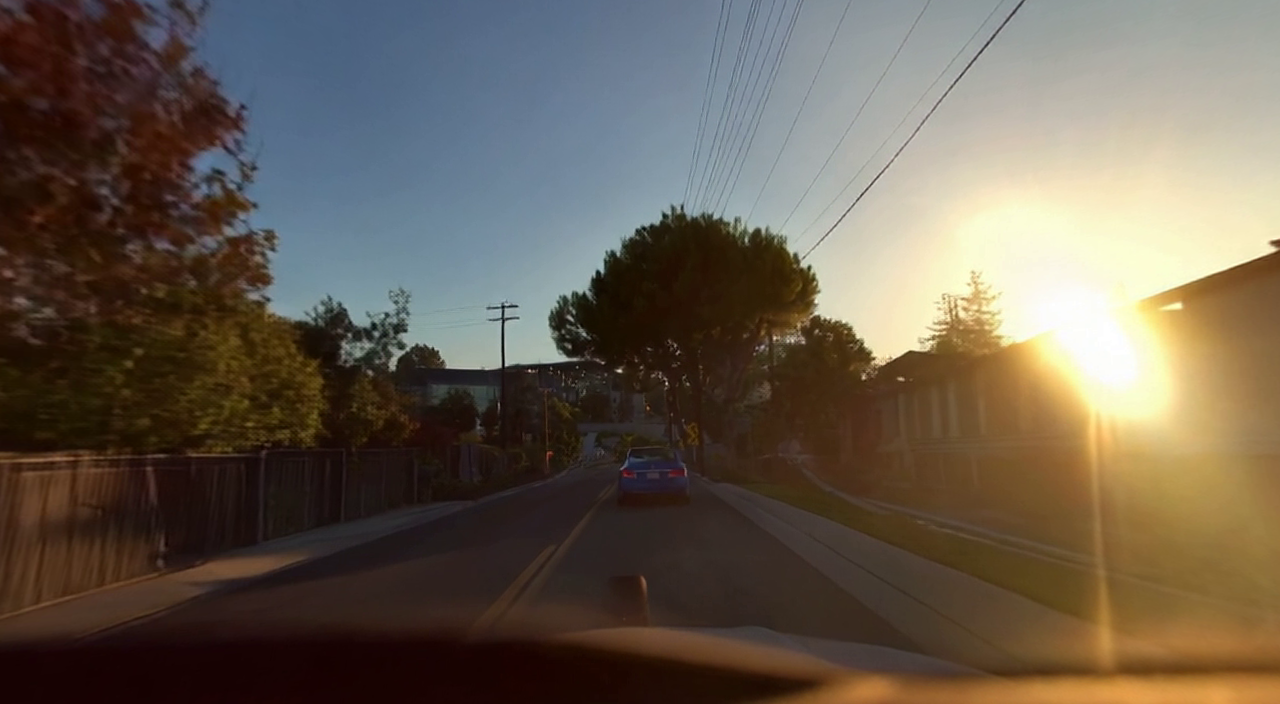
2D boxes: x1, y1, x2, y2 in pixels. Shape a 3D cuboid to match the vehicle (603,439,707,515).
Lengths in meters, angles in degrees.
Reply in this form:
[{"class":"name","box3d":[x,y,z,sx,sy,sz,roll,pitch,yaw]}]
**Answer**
[{"class":"vehicle","box3d":[0.281,2.766,14.511,2.060,1.487,3.920,0,-8,0]}]
